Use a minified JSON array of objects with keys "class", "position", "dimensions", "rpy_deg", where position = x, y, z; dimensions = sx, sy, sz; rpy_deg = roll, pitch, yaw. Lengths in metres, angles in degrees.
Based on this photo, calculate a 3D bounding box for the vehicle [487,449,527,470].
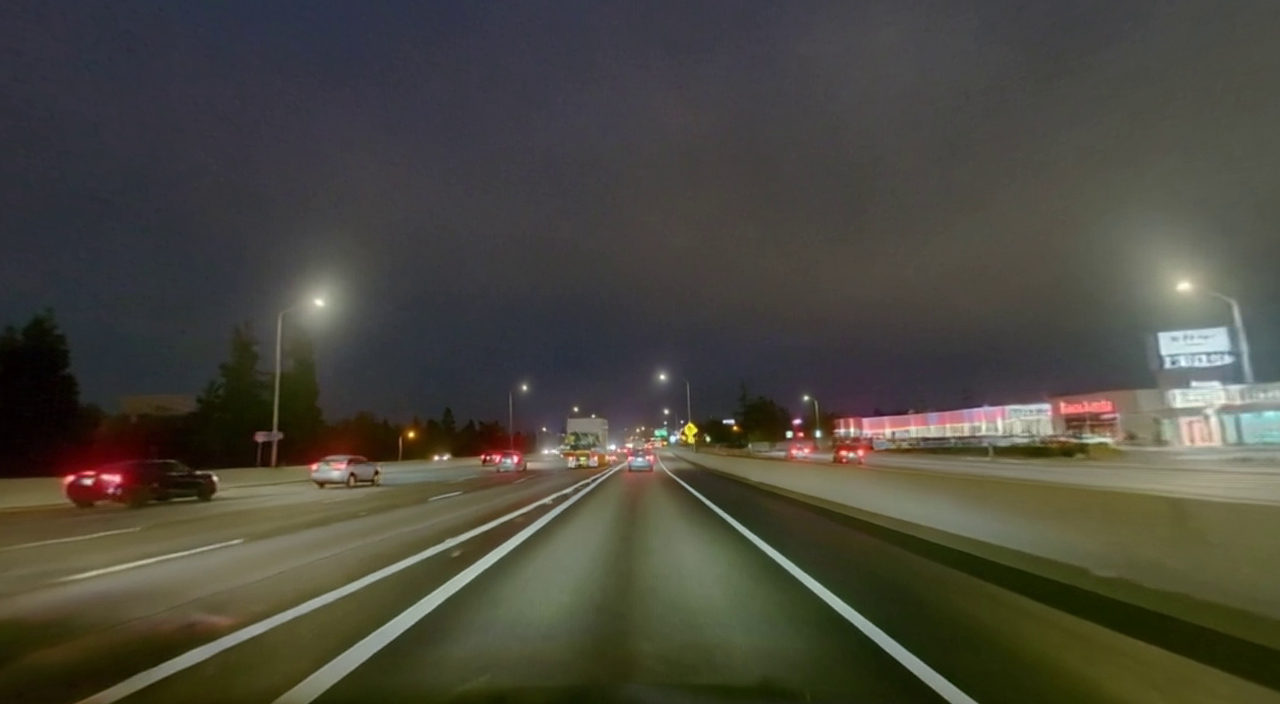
[{"class":"vehicle","position":[-10.424,8.465,49.807],"dimensions":[1.928,1.480,4.823],"rpy_deg":[0,-8,2]}]

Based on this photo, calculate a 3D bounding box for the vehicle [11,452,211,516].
[{"class":"vehicle","position":[-14.690,3.633,17.924],"dimensions":[1.805,1.508,4.331],"rpy_deg":[0,-8,2]}]

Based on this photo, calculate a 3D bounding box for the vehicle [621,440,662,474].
[{"class":"vehicle","position":[0.110,6.045,36.589],"dimensions":[2.227,1.794,4.646],"rpy_deg":[0,-8,1]}]

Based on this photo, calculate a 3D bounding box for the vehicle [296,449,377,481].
[{"class":"vehicle","position":[-17.590,6.543,36.850],"dimensions":[2.076,1.709,4.893],"rpy_deg":[-1,-8,3]}]

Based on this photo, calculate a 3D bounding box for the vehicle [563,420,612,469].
[{"class":"vehicle","position":[-3.936,7.202,49.039],"dimensions":[2.796,3.426,8.553],"rpy_deg":[0,-8,2]}]
